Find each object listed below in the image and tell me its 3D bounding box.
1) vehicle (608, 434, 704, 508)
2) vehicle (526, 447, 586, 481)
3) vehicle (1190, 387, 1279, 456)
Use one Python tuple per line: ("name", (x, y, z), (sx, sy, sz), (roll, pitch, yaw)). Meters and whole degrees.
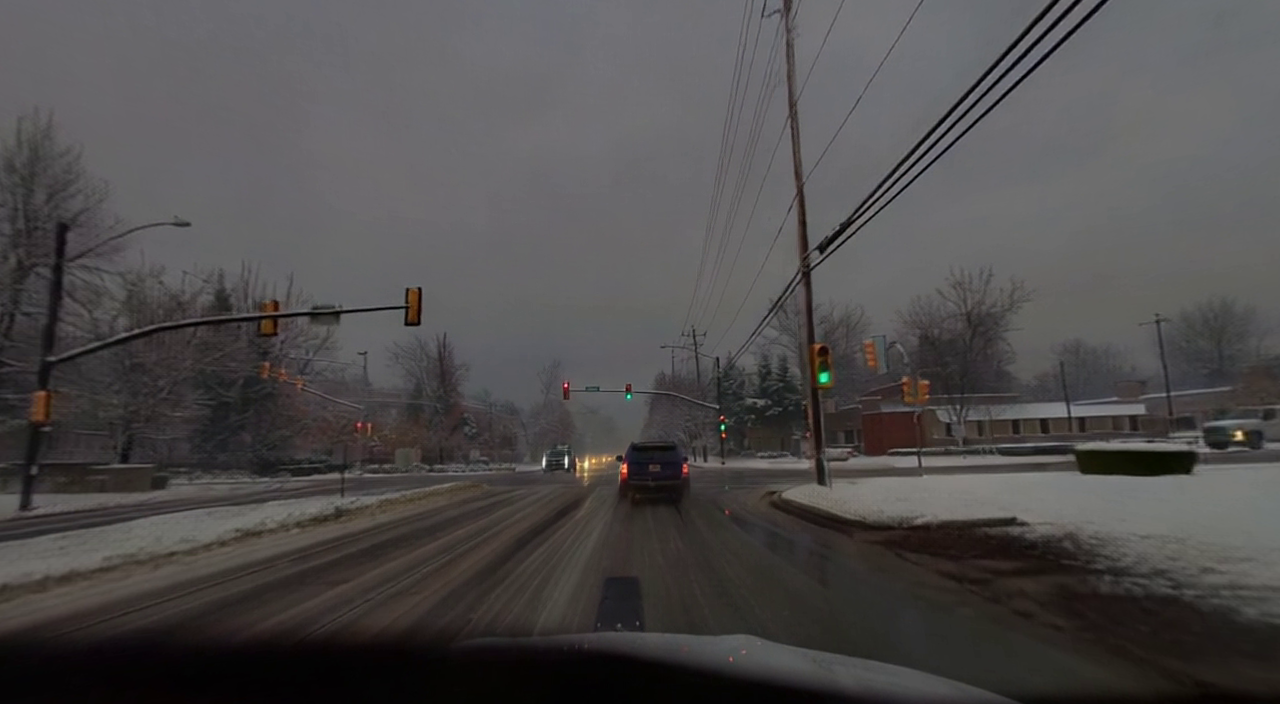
("vehicle", (0.357, 2.980, 16.218), (2.156, 1.636, 3.923), (0, -9, 0))
("vehicle", (-3.911, 5.285, 30.139), (2.153, 1.474, 4.284), (0, -9, 2))
("vehicle", (42.702, 4.802, 43.498), (5.749, 4.403, 3.494), (-3, -9, 7))
